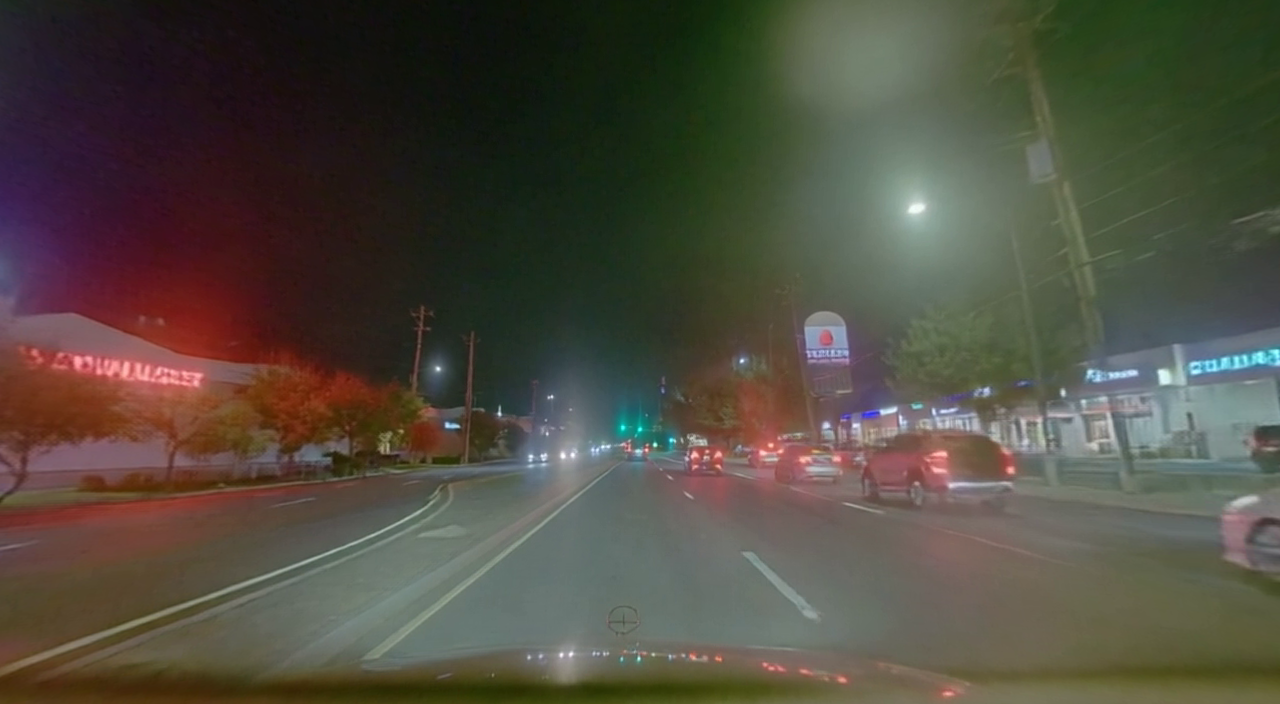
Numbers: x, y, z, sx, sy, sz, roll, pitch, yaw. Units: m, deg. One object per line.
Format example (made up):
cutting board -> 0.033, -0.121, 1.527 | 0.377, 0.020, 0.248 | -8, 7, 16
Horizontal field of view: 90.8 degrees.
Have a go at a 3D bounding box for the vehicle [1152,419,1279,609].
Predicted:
vehicle -> 6.147, 1.087, 3.706 | 2.150, 1.485, 4.919 | 0, -8, 0

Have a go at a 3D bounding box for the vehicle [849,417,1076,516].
vehicle -> 6.883, 2.511, 14.360 | 2.268, 1.822, 5.038 | 0, -8, -3

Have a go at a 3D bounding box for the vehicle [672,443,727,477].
vehicle -> 2.743, 5.099, 30.162 | 2.099, 1.463, 4.365 | 0, -8, -1

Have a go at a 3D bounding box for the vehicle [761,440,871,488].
vehicle -> 6.028, 3.884, 22.312 | 2.072, 1.491, 4.753 | 1, -8, -6
